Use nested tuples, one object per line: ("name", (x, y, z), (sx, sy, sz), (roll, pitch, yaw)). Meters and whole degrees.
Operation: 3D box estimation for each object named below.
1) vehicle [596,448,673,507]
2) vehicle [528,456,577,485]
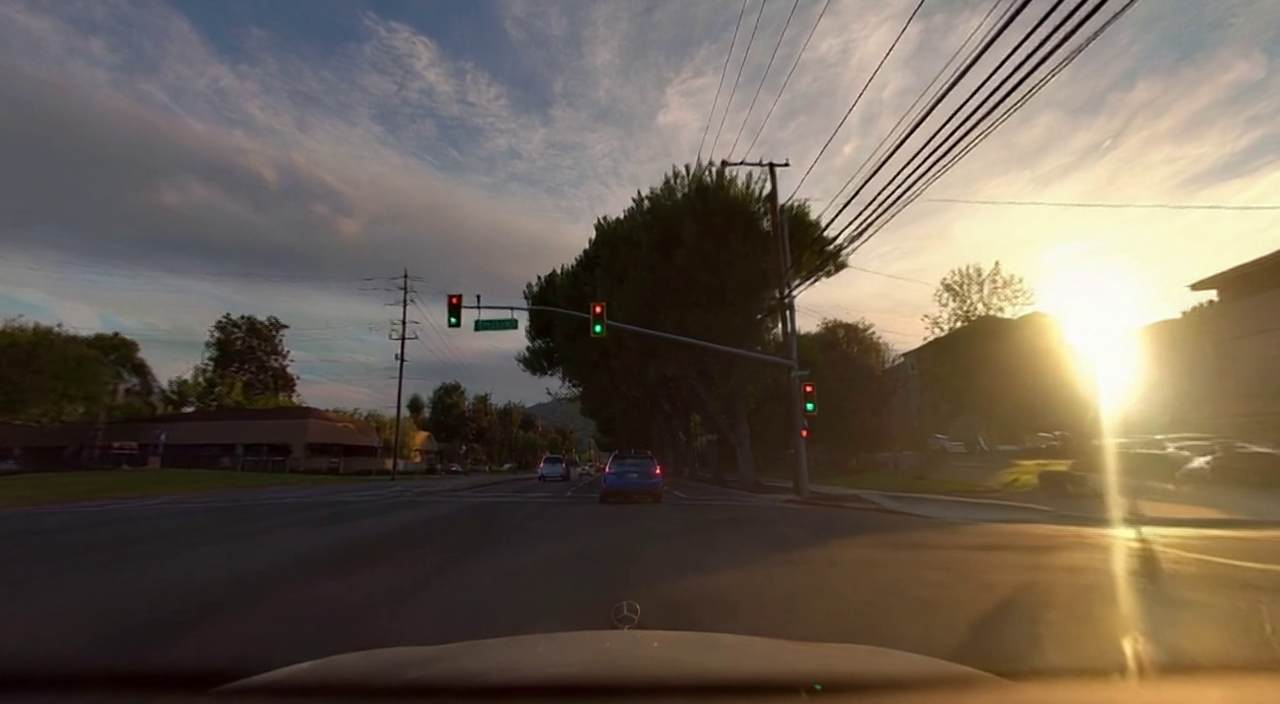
("vehicle", (-0.182, 3.824, 19.763), (2.156, 1.636, 3.923), (0, -9, -1))
("vehicle", (-4.929, 6.733, 36.238), (2.153, 1.474, 4.284), (0, -9, 0))
